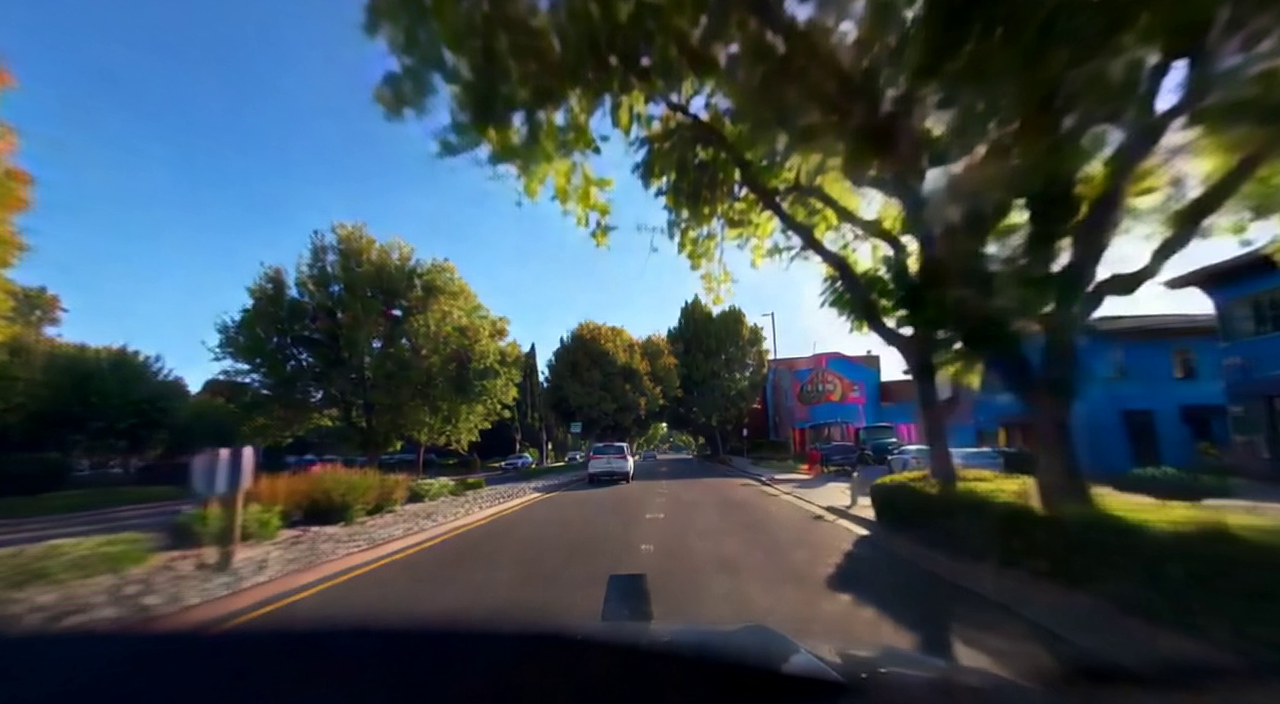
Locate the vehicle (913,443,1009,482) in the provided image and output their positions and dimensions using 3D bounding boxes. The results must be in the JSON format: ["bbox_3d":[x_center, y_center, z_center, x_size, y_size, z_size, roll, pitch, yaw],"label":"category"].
[{"bbox_3d":[13.144,4.534,26.134,1.852,1.457,4.351,0,-9,3],"label":"vehicle"}]

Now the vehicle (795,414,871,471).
[{"bbox_3d":[14.458,6.932,48.366,2.794,3.710,10.785,-3,-8,3],"label":"vehicle"}]

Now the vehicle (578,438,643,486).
[{"bbox_3d":[-1.061,4.326,25.061,2.129,1.713,4.314,0,-8,3],"label":"vehicle"}]

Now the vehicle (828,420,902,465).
[{"bbox_3d":[13.653,5.572,38.808,2.507,2.441,6.959,-2,-8,5],"label":"vehicle"}]

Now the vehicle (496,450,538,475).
[{"bbox_3d":[-9.422,8.492,48.666,1.997,1.775,4.585,-1,-8,4],"label":"vehicle"}]
